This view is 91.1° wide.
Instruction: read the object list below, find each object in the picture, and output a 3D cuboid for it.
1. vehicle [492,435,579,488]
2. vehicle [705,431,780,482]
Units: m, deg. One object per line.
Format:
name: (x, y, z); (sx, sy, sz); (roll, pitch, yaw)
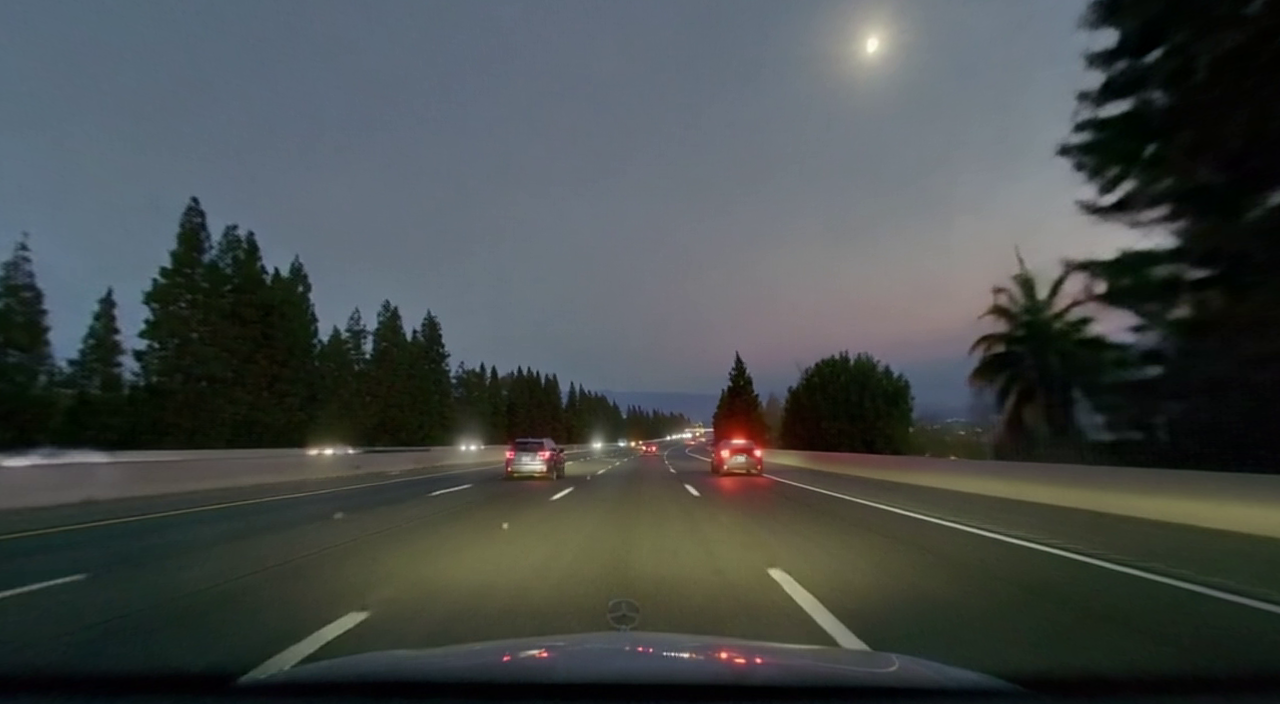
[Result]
vehicle: (-3.436, 3.709, 21.562); (2.166, 1.608, 4.297); (-1, -8, 2)
vehicle: (3.899, 4.075, 24.786); (2.149, 1.796, 4.487); (0, -8, -1)
